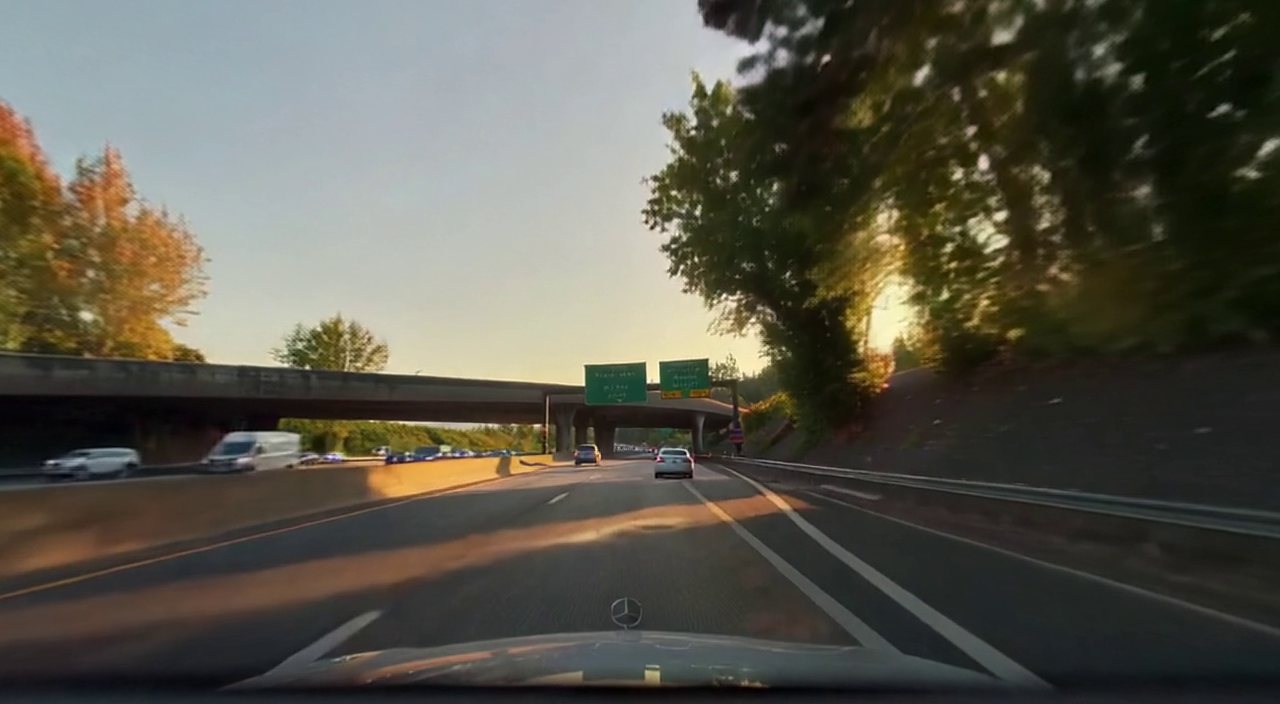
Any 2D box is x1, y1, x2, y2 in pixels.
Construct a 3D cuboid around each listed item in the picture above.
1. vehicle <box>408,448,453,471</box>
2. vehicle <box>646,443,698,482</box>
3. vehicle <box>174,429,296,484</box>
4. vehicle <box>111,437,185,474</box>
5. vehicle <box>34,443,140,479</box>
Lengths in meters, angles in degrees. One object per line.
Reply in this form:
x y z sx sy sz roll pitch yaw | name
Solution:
-16.103 8.309 48.685 1.949 1.656 4.285 -1 -9 1 | vehicle
1.262 4.527 26.014 1.960 1.456 3.818 -1 -9 1 | vehicle
-20.887 5.439 32.934 2.343 2.581 5.934 -1 -9 0 | vehicle
-34.060 7.178 43.756 2.055 2.409 3.763 0 -9 -3 | vehicle
-33.606 6.617 38.524 2.119 2.041 4.992 0 -9 -4 | vehicle
